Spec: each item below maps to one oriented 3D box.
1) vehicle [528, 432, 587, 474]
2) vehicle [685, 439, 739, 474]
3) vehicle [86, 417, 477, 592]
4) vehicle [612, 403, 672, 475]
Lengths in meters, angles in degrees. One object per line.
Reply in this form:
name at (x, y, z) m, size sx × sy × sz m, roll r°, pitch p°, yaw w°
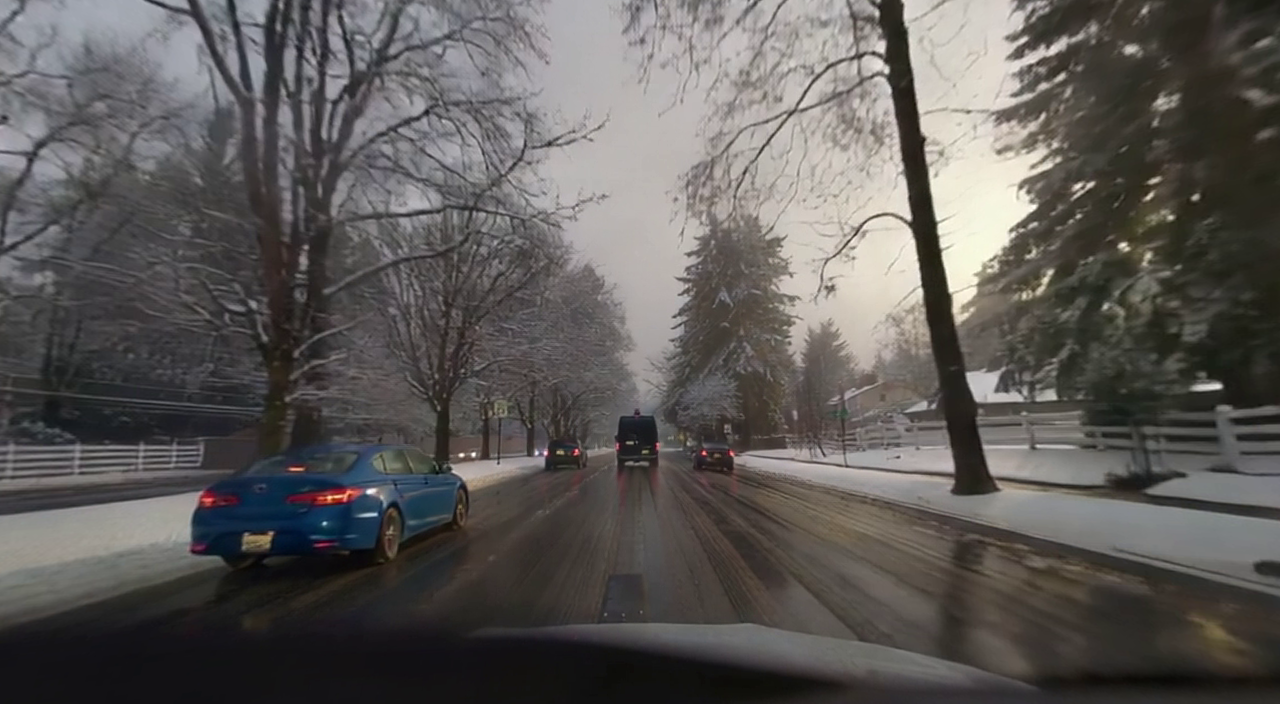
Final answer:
vehicle at (-3.593, 4.503, 28.242) m, size 2.021 × 1.715 × 4.329 m, roll 0°, pitch -8°, yaw 1°
vehicle at (3.259, 4.823, 29.291) m, size 1.945 × 1.469 × 4.258 m, roll 0°, pitch -8°, yaw -1°
vehicle at (-3.675, 1.633, 7.737) m, size 2.036 × 1.474 × 4.647 m, roll 0°, pitch -8°, yaw 0°
vehicle at (-0.010, 3.763, 27.090) m, size 2.311 × 2.726 × 5.814 m, roll 1°, pitch -8°, yaw -2°
